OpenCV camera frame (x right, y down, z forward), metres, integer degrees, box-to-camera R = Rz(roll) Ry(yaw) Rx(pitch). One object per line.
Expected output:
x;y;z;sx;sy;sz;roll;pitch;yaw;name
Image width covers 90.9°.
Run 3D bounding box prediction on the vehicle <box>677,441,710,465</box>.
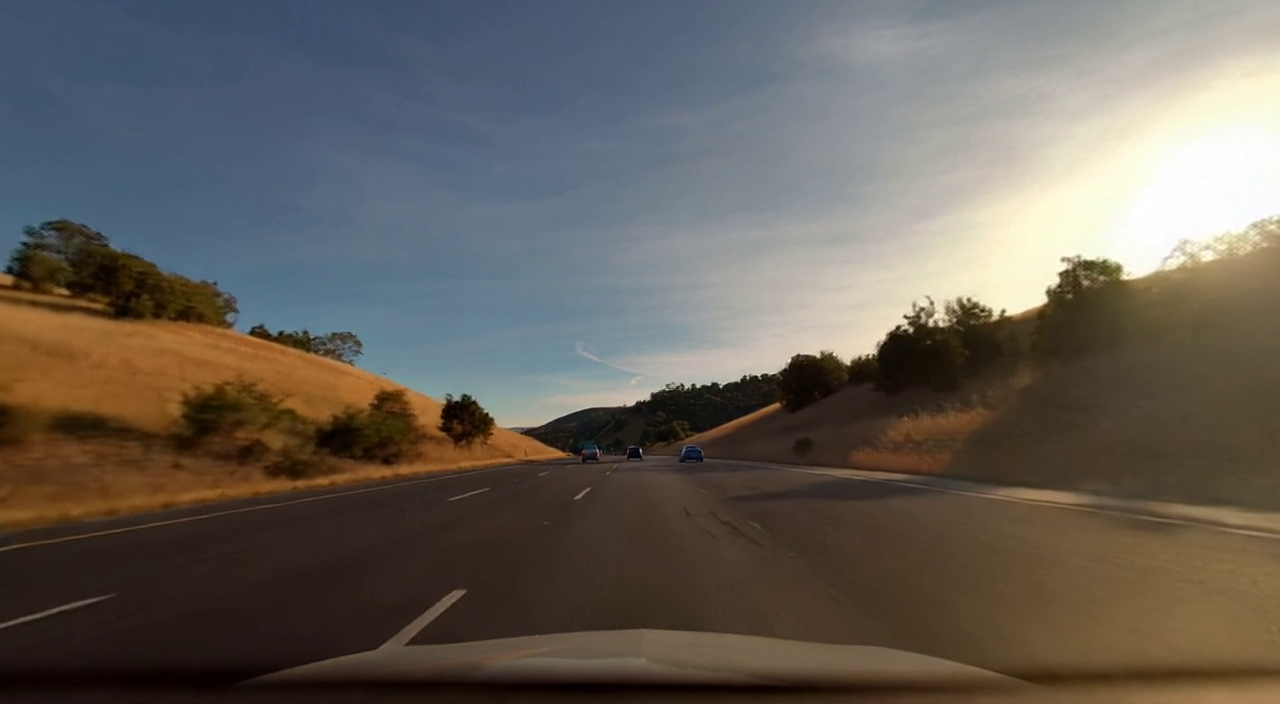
4.008;7.677;48.066;1.995;1.712;4.206;0;-8;-2;vehicle
